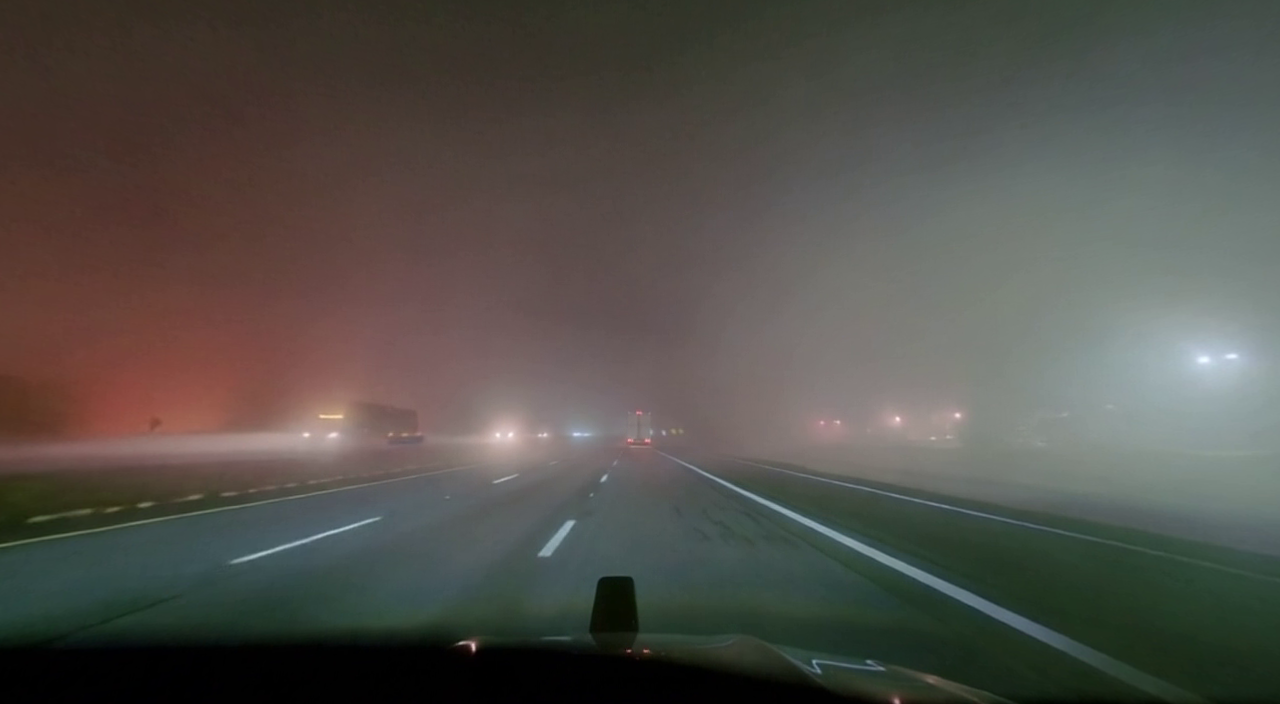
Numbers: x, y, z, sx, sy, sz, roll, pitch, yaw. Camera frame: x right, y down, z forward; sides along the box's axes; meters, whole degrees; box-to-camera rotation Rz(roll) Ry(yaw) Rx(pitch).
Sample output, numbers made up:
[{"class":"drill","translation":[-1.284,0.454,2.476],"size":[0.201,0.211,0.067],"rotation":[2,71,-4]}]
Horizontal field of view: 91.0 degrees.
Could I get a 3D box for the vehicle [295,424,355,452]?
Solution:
[{"class":"vehicle","translation":[-22.952,6.296,46.026],"size":[2.032,1.868,4.504],"rotation":[-1,-8,0]}]
